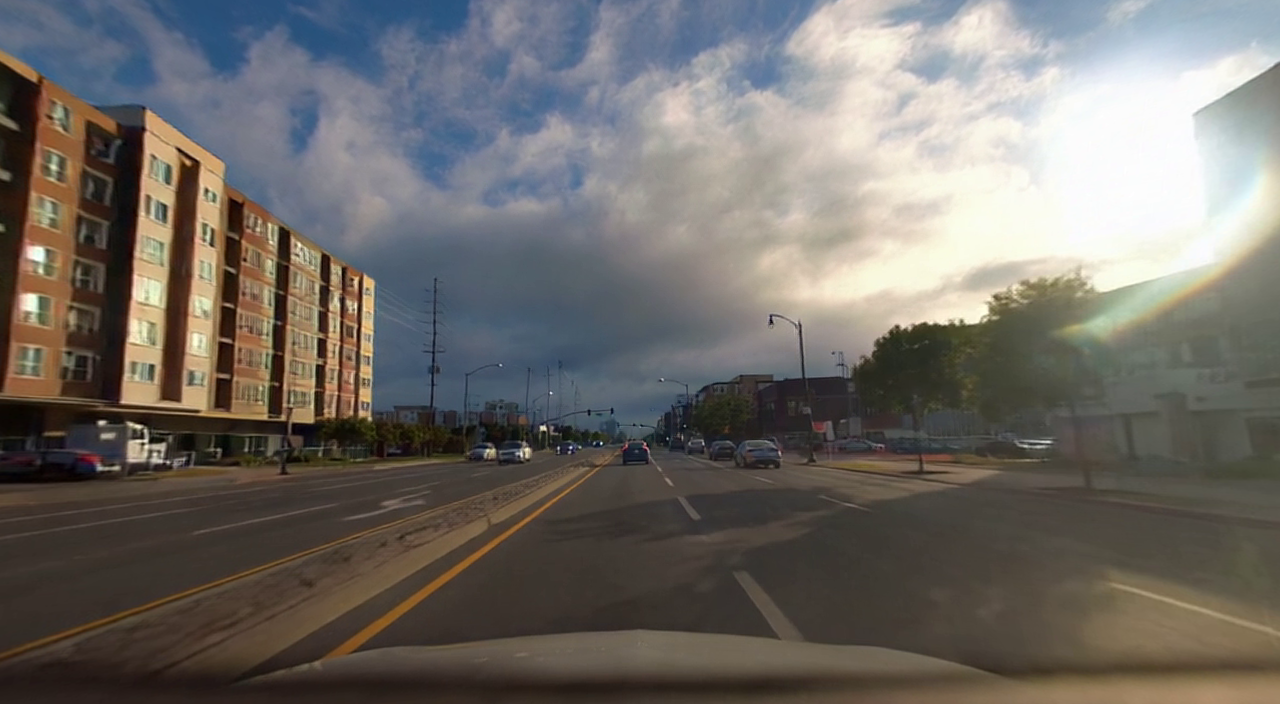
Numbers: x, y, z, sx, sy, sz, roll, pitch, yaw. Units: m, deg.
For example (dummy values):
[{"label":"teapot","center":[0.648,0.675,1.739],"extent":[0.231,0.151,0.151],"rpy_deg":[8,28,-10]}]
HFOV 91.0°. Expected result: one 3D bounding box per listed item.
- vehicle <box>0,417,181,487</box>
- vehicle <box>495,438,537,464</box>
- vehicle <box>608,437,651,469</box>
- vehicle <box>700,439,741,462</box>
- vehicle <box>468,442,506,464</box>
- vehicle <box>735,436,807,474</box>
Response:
[{"label":"vehicle","center":[-33.128,5.598,36.027],"extent":[4.125,3.409,11.667],"rpy_deg":[-1,-8,5]},{"label":"vehicle","center":[-8.736,7.020,44.627],"extent":[2.013,1.737,4.510],"rpy_deg":[0,-8,0]},{"label":"vehicle","center":[-0.522,5.235,32.690],"extent":[2.106,1.553,3.964],"rpy_deg":[0,-8,-1]},{"label":"vehicle","center":[5.542,6.831,43.773],"extent":[2.154,1.554,4.149],"rpy_deg":[0,-9,-2]},{"label":"vehicle","center":[-11.821,7.824,48.792],"extent":[1.959,1.634,3.797],"rpy_deg":[0,-9,0]},{"label":"vehicle","center":[5.846,4.661,28.702],"extent":[2.121,1.557,4.898],"rpy_deg":[0,-9,-1]}]
